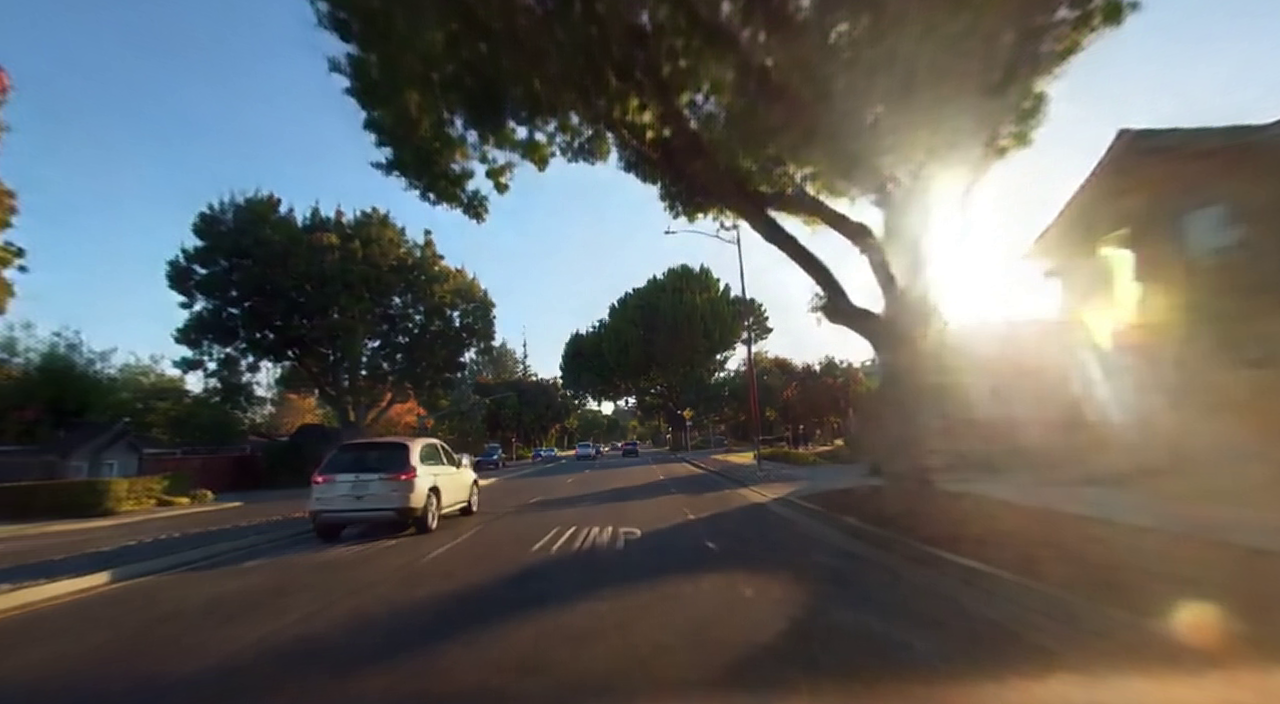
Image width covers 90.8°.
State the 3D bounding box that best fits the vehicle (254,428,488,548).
[{"bbox_3d":[-4.435,2.308,11.470,2.169,1.706,4.638,0,-9,0],"label":"vehicle"}]
